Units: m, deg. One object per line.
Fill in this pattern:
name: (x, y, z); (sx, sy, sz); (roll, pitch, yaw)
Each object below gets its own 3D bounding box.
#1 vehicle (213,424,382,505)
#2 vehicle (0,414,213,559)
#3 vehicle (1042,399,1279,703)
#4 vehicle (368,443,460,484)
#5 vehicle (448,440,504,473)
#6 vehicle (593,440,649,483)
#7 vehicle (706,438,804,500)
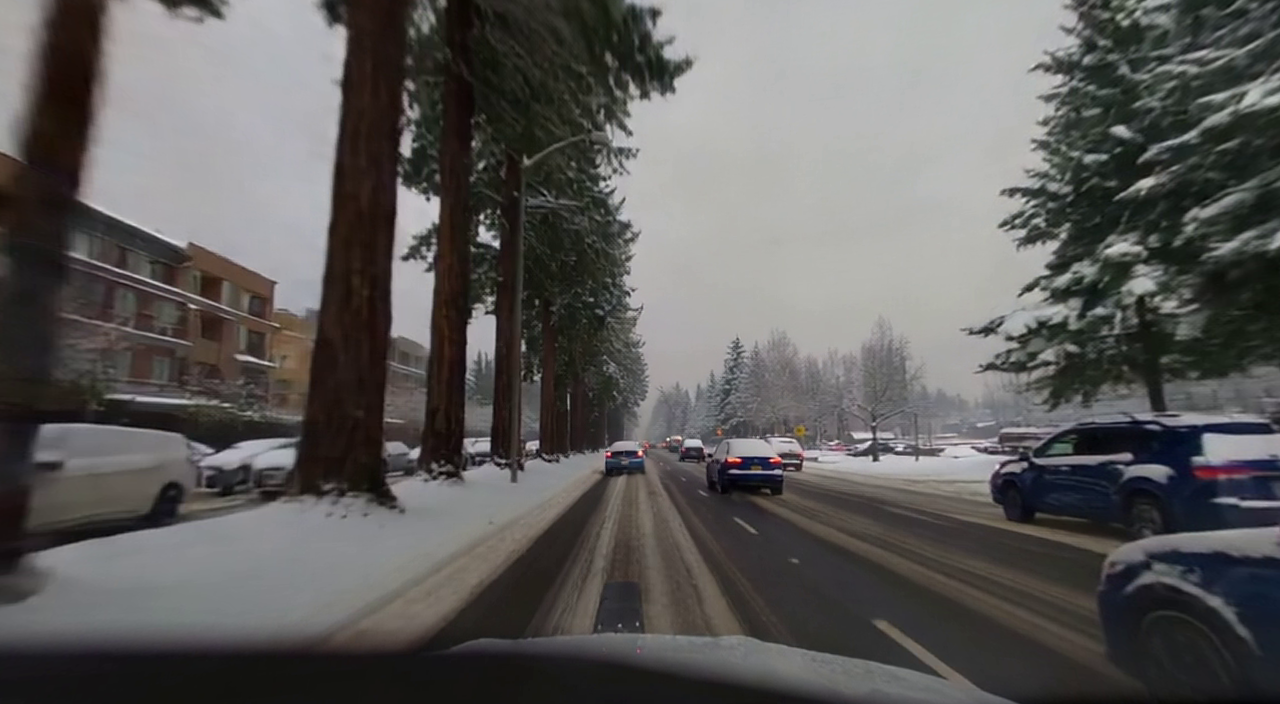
vehicle: (-9.038, 2.996, 17.280); (2.043, 1.860, 4.656); (-1, -8, -1)
vehicle: (-8.888, 1.844, 8.983); (2.145, 1.747, 5.014); (-1, -8, 0)
vehicle: (3.352, 0.754, 1.255); (2.021, 1.471, 4.666); (0, -9, 0)
vehicle: (-9.115, 4.524, 25.977); (2.148, 1.473, 4.709); (0, -9, -1)
vehicle: (-9.098, 5.817, 35.448); (2.019, 1.668, 4.433); (-1, -8, 0)
vehicle: (-0.688, 4.173, 24.306); (1.994, 1.479, 3.647); (0, -9, -1)
vehicle: (3.017, 3.146, 17.422); (1.852, 1.498, 3.825); (0, -9, -2)
